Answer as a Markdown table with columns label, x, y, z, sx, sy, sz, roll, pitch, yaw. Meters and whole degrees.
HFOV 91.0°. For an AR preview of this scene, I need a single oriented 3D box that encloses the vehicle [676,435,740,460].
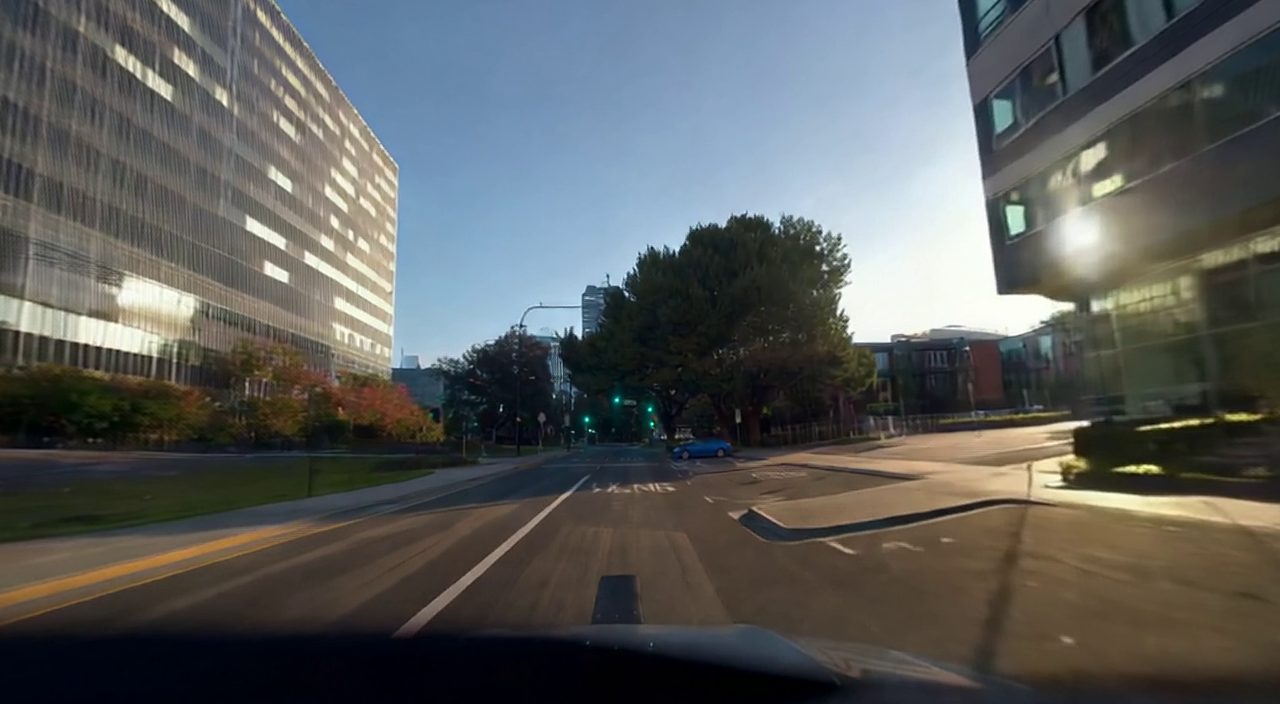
| label | x | y | z | sx | sy | sz | roll | pitch | yaw |
| --- | --- | --- | --- | --- | --- | --- | --- | --- | --- |
| vehicle | 4.498 | 6.302 | 41.532 | 3.844 | 1.524 | 1.847 | 4 | -9 | -32 |
